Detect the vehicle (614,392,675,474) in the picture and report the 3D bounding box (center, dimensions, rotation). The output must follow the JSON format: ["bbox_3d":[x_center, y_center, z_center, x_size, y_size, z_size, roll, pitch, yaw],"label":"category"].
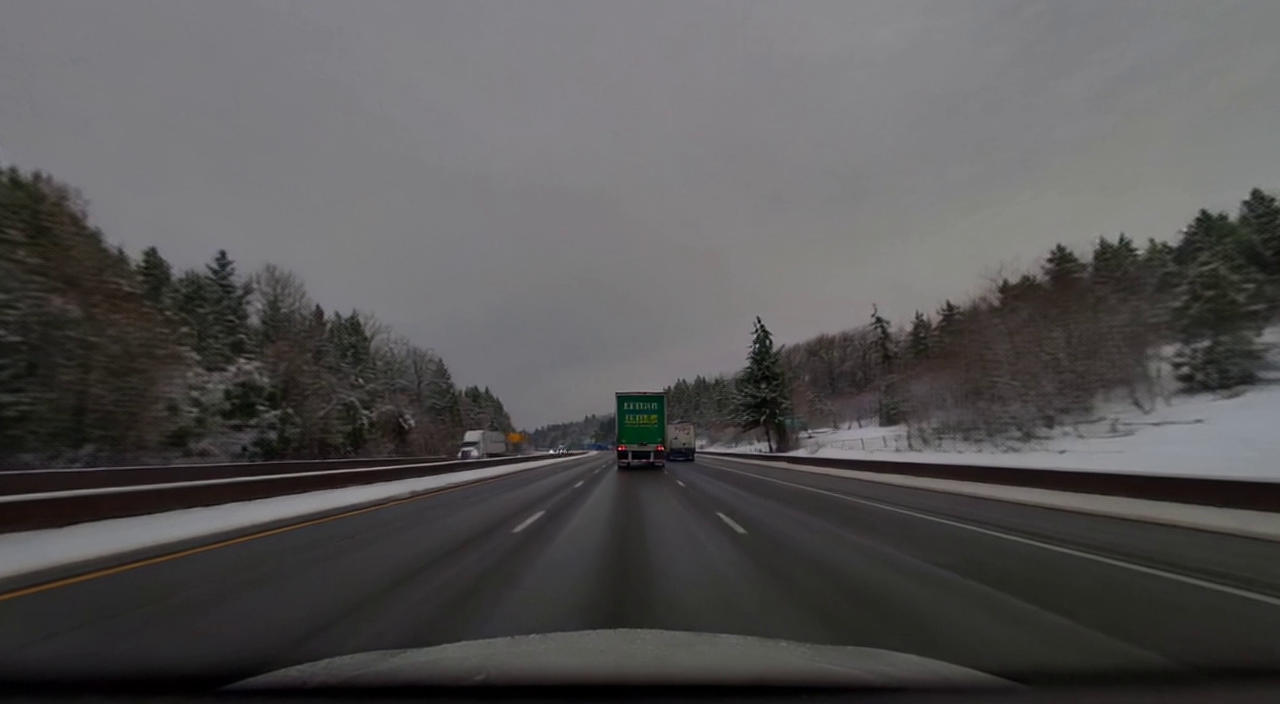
[{"bbox_3d":[0.189,4.858,36.679,3.057,4.073,10.792,0,-9,0],"label":"vehicle"}]
